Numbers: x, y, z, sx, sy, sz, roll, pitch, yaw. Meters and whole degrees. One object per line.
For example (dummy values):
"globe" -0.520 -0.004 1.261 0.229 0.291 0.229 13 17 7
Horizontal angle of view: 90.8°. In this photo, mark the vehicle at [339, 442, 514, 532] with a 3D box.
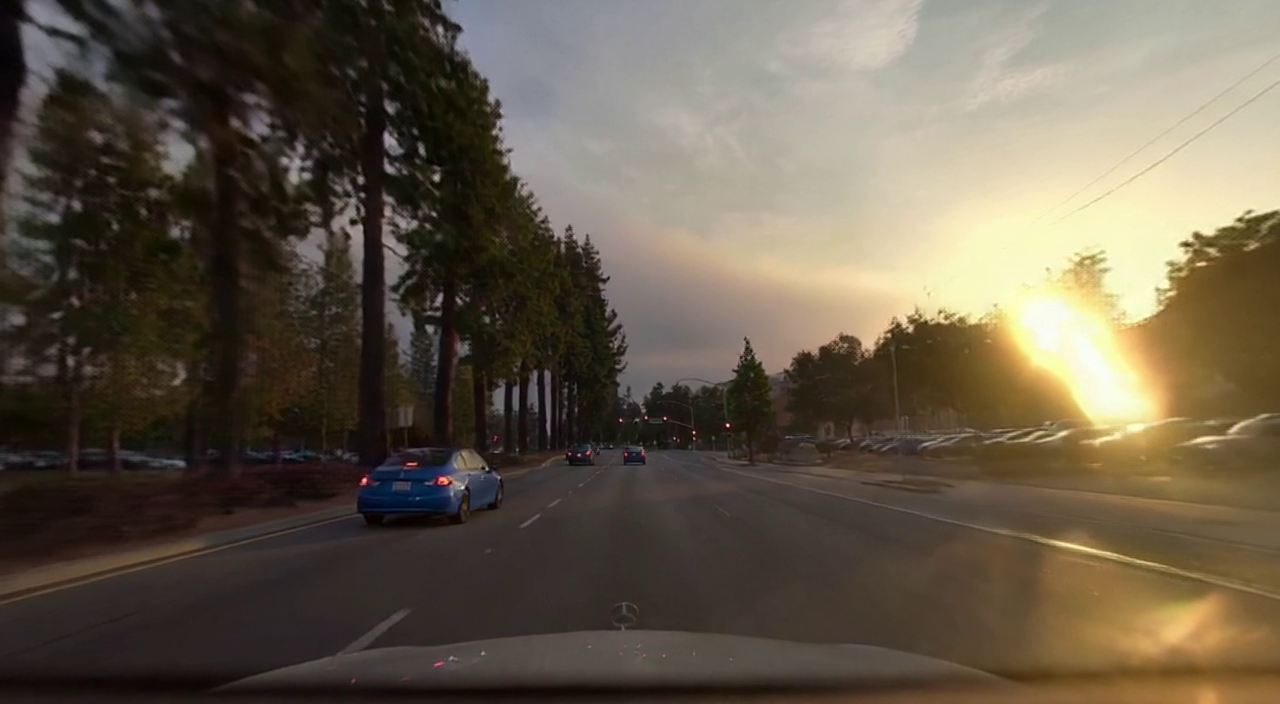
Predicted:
"vehicle" -3.878 2.503 12.397 1.905 1.418 4.396 0 -9 0

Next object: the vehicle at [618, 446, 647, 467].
"vehicle" -0.526 7.300 44.329 1.991 1.431 4.199 0 -9 -1

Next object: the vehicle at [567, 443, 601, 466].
"vehicle" -4.080 7.535 46.444 2.103 1.592 4.160 0 -9 0
